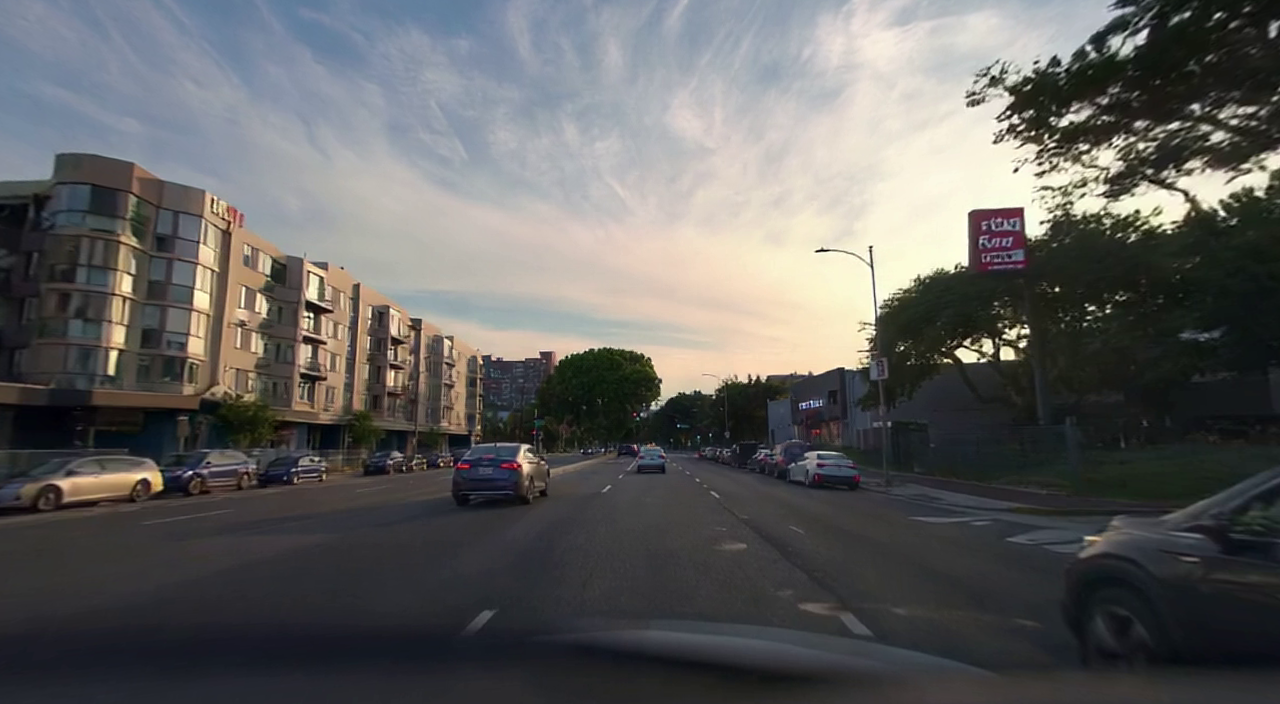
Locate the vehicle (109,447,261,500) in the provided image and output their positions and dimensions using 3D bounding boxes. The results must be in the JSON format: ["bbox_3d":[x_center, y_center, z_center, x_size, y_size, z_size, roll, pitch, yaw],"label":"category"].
[{"bbox_3d":[-16.970,4.495,23.913,2.121,1.678,4.936,-2,-8,0],"label":"vehicle"}]

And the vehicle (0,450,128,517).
[{"bbox_3d":[-17.160,3.613,17.727,1.910,1.638,4.198,0,-9,1],"label":"vehicle"}]

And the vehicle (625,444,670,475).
[{"bbox_3d":[0.390,5.353,31.636,2.103,1.468,4.094,0,-9,1],"label":"vehicle"}]

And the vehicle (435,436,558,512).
[{"bbox_3d":[-3.166,2.775,14.817,1.860,1.510,4.073,0,-9,1],"label":"vehicle"}]

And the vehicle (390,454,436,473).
[{"bbox_3d":[-16.632,8.158,46.358,1.668,1.298,4.337,0,-9,1],"label":"vehicle"}]

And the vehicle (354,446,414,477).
[{"bbox_3d":[-16.645,7.090,41.194,2.089,1.756,4.486,-2,-8,-1],"label":"vehicle"}]

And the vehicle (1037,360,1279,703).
[{"bbox_3d":[3.260,0.753,1.557,1.987,1.637,3.896,0,-9,0],"label":"vehicle"}]

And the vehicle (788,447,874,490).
[{"bbox_3d":[7.229,4.433,24.409,1.880,1.451,4.958,0,-9,1],"label":"vehicle"}]

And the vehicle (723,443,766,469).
[{"bbox_3d":[7.377,7.417,45.176,2.207,1.789,5.099,0,-9,0],"label":"vehicle"}]

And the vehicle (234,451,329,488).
[{"bbox_3d":[-16.977,5.544,30.136,1.915,1.497,4.445,-2,-8,1],"label":"vehicle"}]
